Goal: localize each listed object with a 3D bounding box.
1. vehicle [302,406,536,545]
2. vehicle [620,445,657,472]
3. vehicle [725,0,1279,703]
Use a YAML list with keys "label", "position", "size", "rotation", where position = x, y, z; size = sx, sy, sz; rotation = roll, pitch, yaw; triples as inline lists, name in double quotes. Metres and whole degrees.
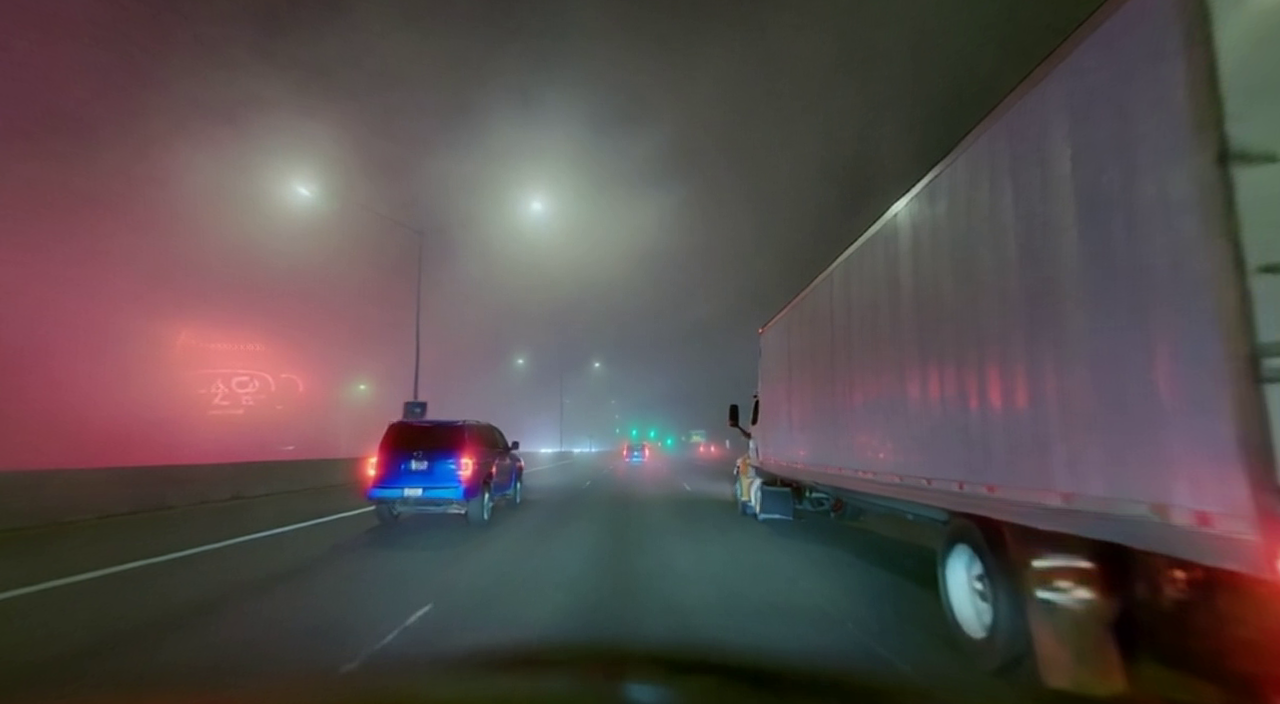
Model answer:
- label: "vehicle"
  position: [-3.299, 1.971, 10.710]
  size: [2.229, 1.806, 4.698]
  rotation: [0, -8, 0]
- label: "vehicle"
  position: [-0.082, 5.865, 35.100]
  size: [1.929, 1.395, 3.999]
  rotation: [0, -8, 0]
- label: "vehicle"
  position: [3.327, 0.800, 7.444]
  size: [2.934, 3.325, 10.986]
  rotation: [0, -9, -1]
